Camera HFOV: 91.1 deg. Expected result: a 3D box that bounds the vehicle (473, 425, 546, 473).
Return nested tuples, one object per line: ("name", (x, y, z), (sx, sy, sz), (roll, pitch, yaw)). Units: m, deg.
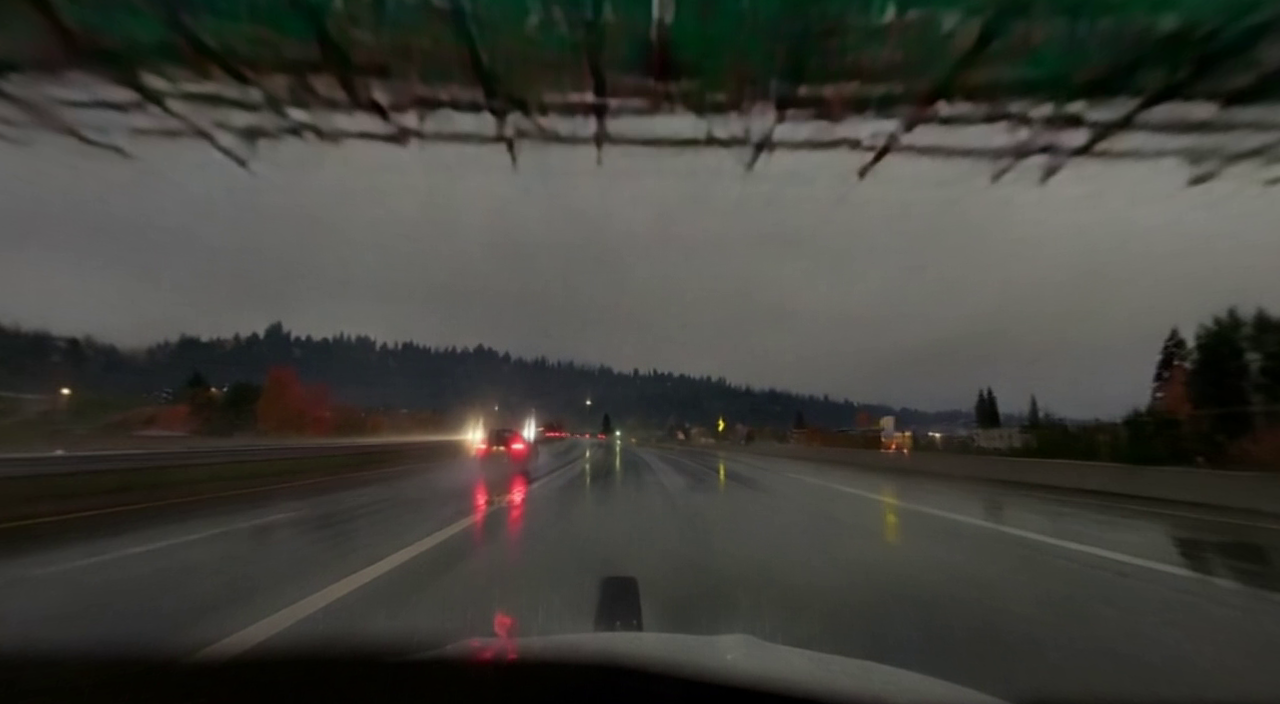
("vehicle", (-4.567, 3.429, 22.556), (1.878, 1.548, 3.966), (0, -8, -1))
